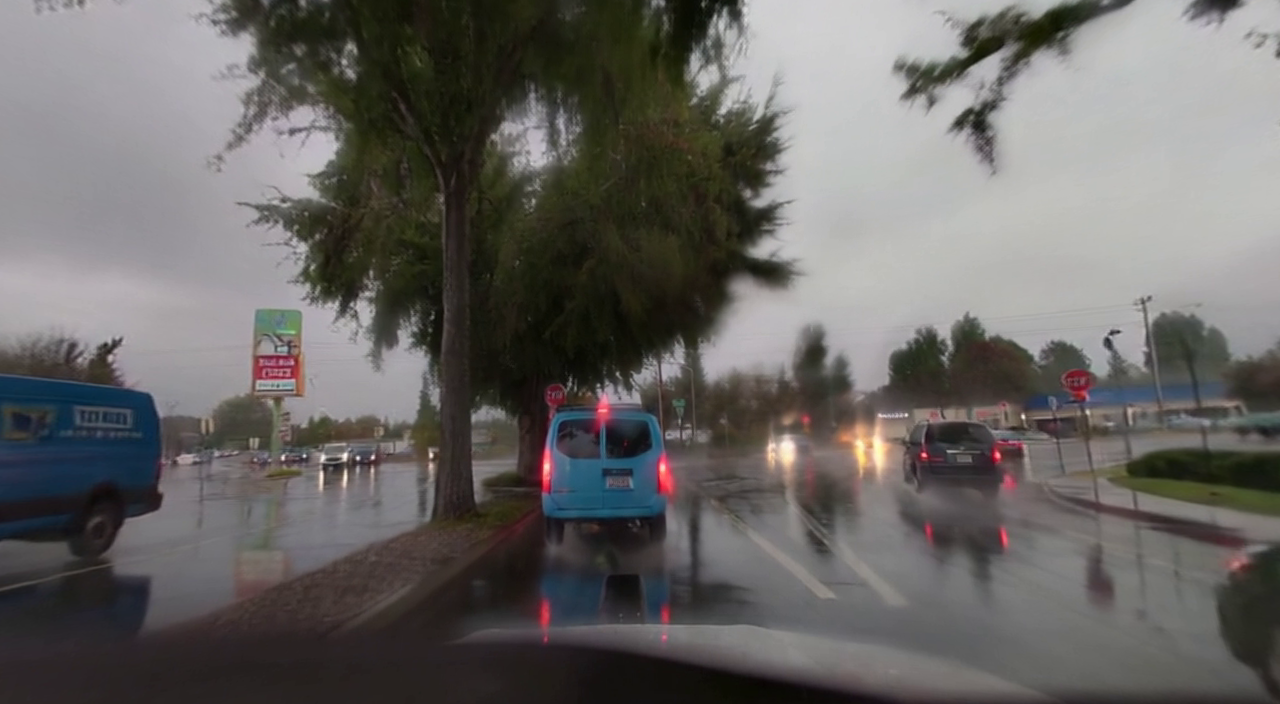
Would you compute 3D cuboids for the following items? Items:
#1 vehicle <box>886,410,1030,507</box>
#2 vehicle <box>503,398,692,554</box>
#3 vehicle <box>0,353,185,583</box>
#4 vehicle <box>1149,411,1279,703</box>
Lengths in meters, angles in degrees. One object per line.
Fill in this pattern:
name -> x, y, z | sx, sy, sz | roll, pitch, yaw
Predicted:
vehicle -> 7.564, 2.590, 15.654 | 2.204, 1.973, 4.946 | -2, -9, 16
vehicle -> -0.432, 1.813, 9.823 | 2.237, 1.828, 4.546 | 0, -9, 2
vehicle -> -8.016, 1.248, 6.789 | 2.426, 2.410, 5.046 | 0, -9, 0
vehicle -> 4.084, 0.786, 1.357 | 2.079, 1.504, 4.828 | 0, -9, 2
